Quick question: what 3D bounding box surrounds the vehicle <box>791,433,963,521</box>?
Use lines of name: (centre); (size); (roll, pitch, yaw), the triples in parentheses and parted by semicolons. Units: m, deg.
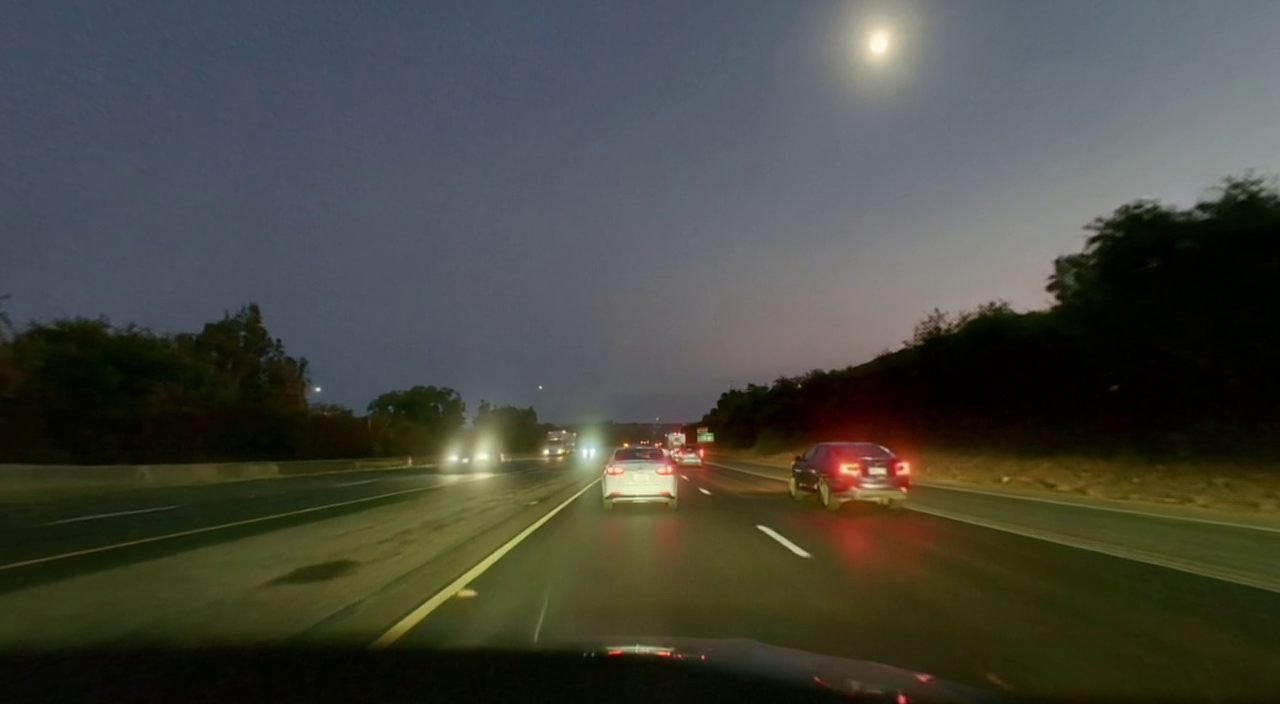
vehicle: (4.650, 2.502, 13.063); (1.931, 1.516, 3.995); (0, -9, -1)

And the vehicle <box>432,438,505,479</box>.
vehicle: (-8.661, 5.446, 32.317); (2.178, 1.875, 5.264); (-1, -9, 1)

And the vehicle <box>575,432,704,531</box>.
vehicle: (-0.053, 2.377, 12.055); (2.088, 1.580, 3.657); (0, -9, -1)
